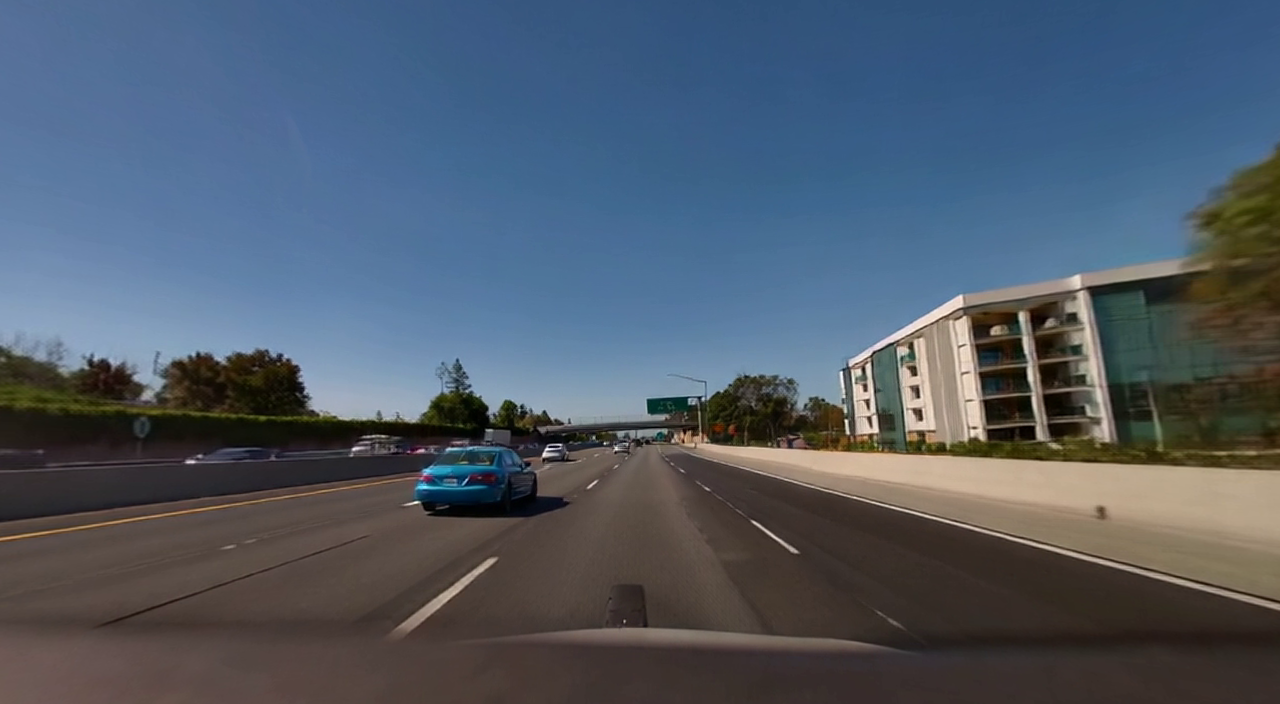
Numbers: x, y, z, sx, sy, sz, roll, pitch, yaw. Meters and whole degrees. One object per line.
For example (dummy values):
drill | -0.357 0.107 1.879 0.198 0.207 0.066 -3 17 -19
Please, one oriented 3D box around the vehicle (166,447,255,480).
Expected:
vehicle | -24.261 6.281 35.854 1.962 1.683 4.387 0 -8 0

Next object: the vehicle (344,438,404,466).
vehicle | -20.847 7.833 49.699 2.160 2.020 5.622 0 -8 1

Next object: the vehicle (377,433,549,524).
vehicle | -3.475 2.596 13.613 2.144 1.565 4.951 0 -8 2

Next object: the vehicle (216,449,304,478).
vehicle | -21.162 6.204 35.367 1.898 1.481 4.682 0 -8 1
